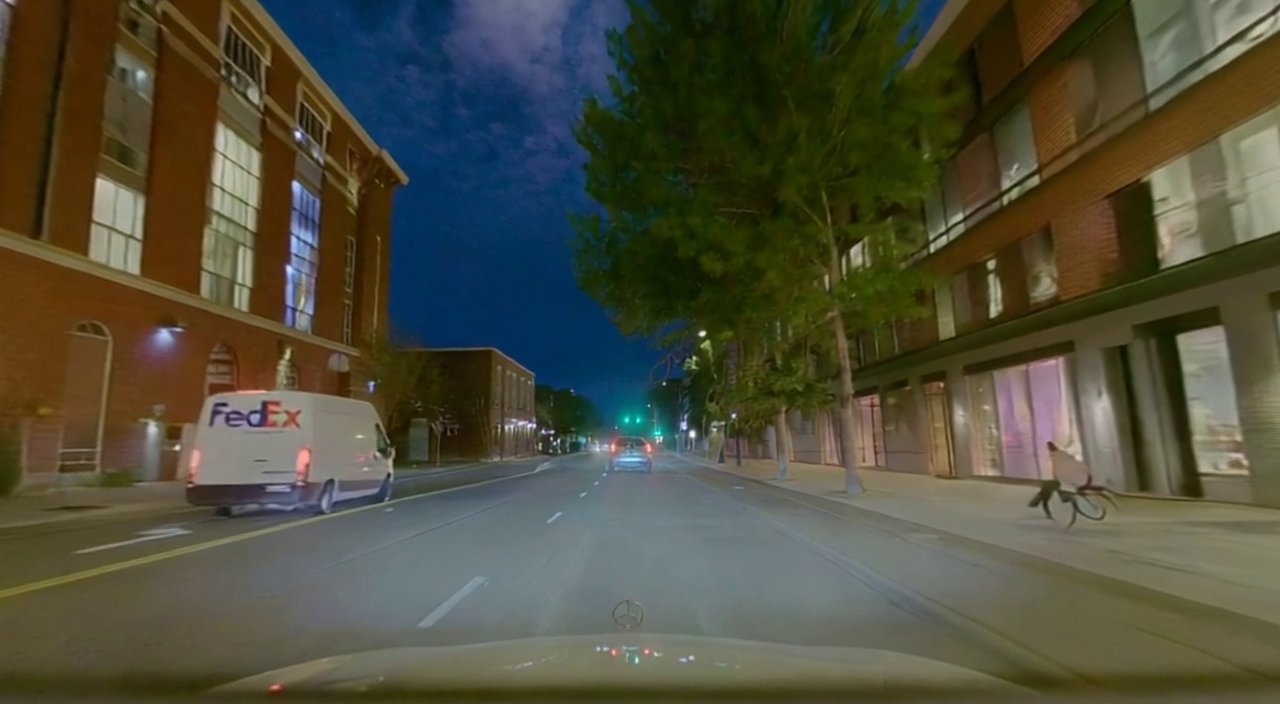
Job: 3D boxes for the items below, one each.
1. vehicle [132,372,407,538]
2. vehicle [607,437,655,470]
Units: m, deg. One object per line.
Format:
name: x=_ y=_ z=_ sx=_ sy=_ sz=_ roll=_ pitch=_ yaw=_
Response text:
vehicle: x=-6.971 y=2.025 z=12.995 sx=2.418 sy=2.620 sz=5.522 roll=-1 pitch=-8 yaw=-2
vehicle: x=-0.568 y=5.377 z=33.645 sx=2.356 sy=1.572 sz=4.810 roll=0 pitch=-8 yaw=-4
